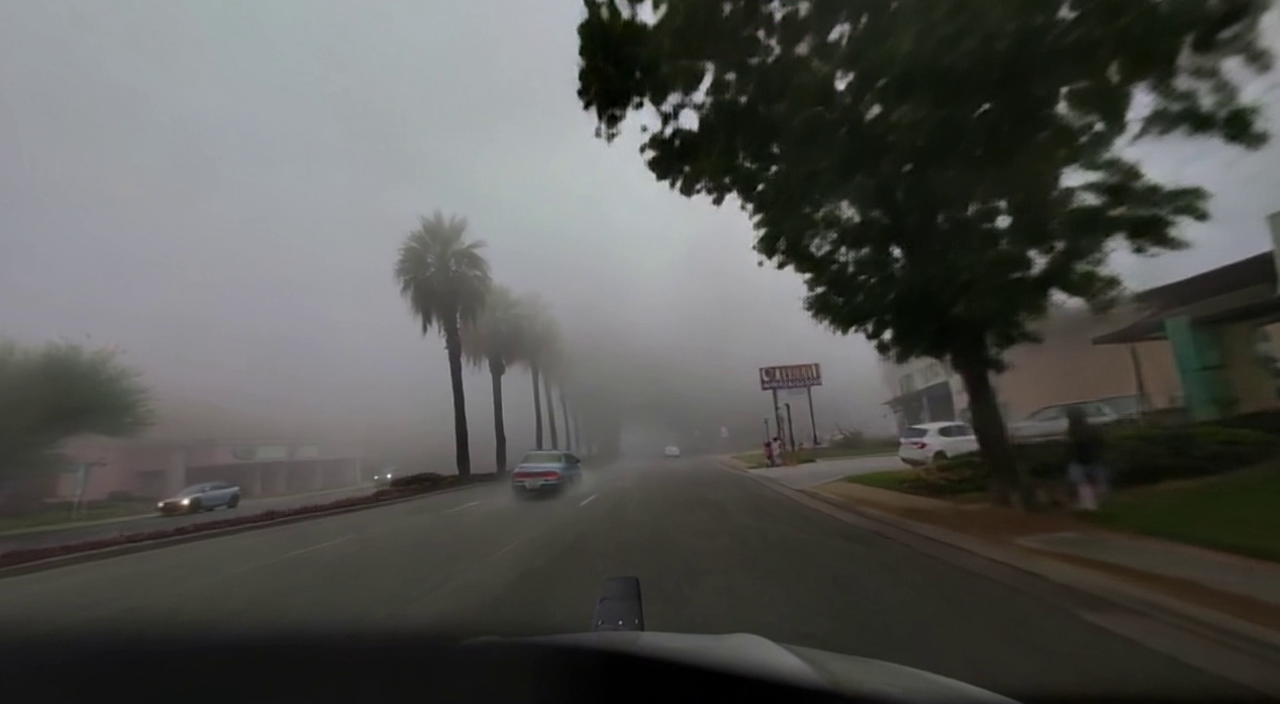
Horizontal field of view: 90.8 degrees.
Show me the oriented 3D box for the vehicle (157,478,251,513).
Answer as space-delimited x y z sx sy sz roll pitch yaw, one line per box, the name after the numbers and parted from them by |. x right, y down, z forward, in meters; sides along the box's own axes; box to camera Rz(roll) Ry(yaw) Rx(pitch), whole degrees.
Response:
-23.955 7.872 34.966 1.929 1.552 4.488 0 -8 2 | vehicle

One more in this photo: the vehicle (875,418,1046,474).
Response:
10.629 3.159 21.279 4.577 1.750 2.115 -1 -8 4 | vehicle

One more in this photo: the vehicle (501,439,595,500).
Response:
-2.850 3.755 20.707 2.147 1.745 4.648 -1 -8 3 | vehicle

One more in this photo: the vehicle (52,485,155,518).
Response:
-34.776 9.677 41.014 4.710 1.897 2.146 0 -8 1 | vehicle
